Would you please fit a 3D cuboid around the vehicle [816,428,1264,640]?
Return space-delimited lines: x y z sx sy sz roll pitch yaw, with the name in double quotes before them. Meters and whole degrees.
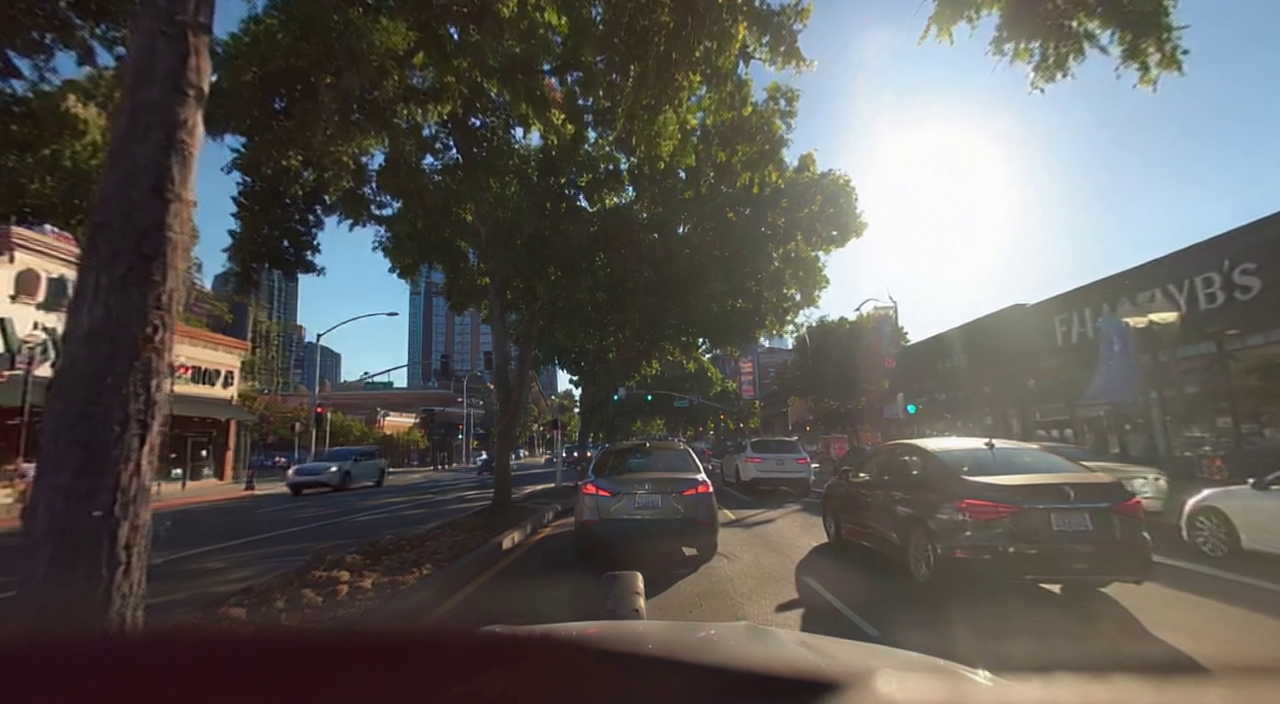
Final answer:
"vehicle" 3.428 1.614 6.644 1.988 1.480 4.195 0 -9 1

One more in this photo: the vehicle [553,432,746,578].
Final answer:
"vehicle" 0.074 1.865 8.403 2.006 1.487 3.535 0 -9 -1

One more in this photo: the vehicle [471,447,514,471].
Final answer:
"vehicle" -11.221 8.150 48.408 2.034 1.765 4.708 -1 -9 2

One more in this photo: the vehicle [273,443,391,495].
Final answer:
"vehicle" -11.428 4.348 23.913 2.042 1.749 4.629 -1 -9 1

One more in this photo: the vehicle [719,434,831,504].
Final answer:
"vehicle" 3.528 3.160 17.454 2.025 1.660 4.334 0 -9 -1
